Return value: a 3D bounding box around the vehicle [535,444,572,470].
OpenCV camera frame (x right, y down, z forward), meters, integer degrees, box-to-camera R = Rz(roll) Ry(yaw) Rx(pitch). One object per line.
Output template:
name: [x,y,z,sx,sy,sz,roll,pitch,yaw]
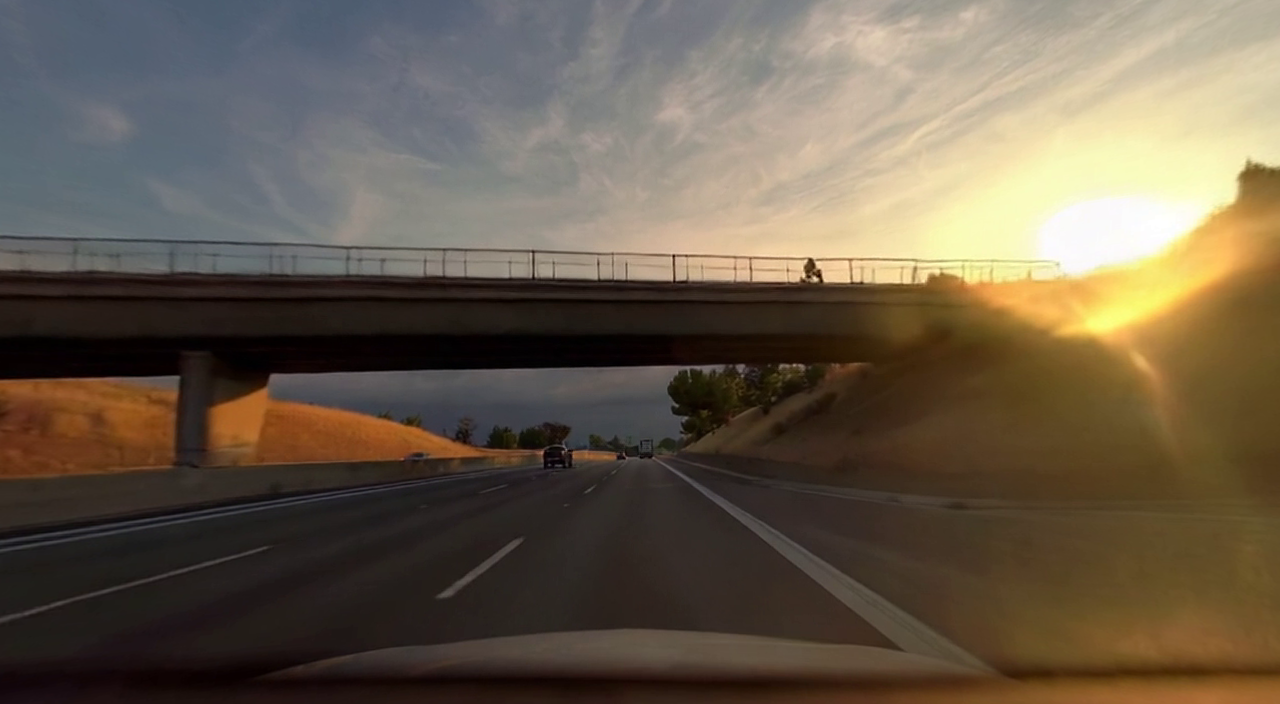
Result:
vehicle: [-6.744,8.244,49.780,2.232,1.947,5.180,0,-9,0]
